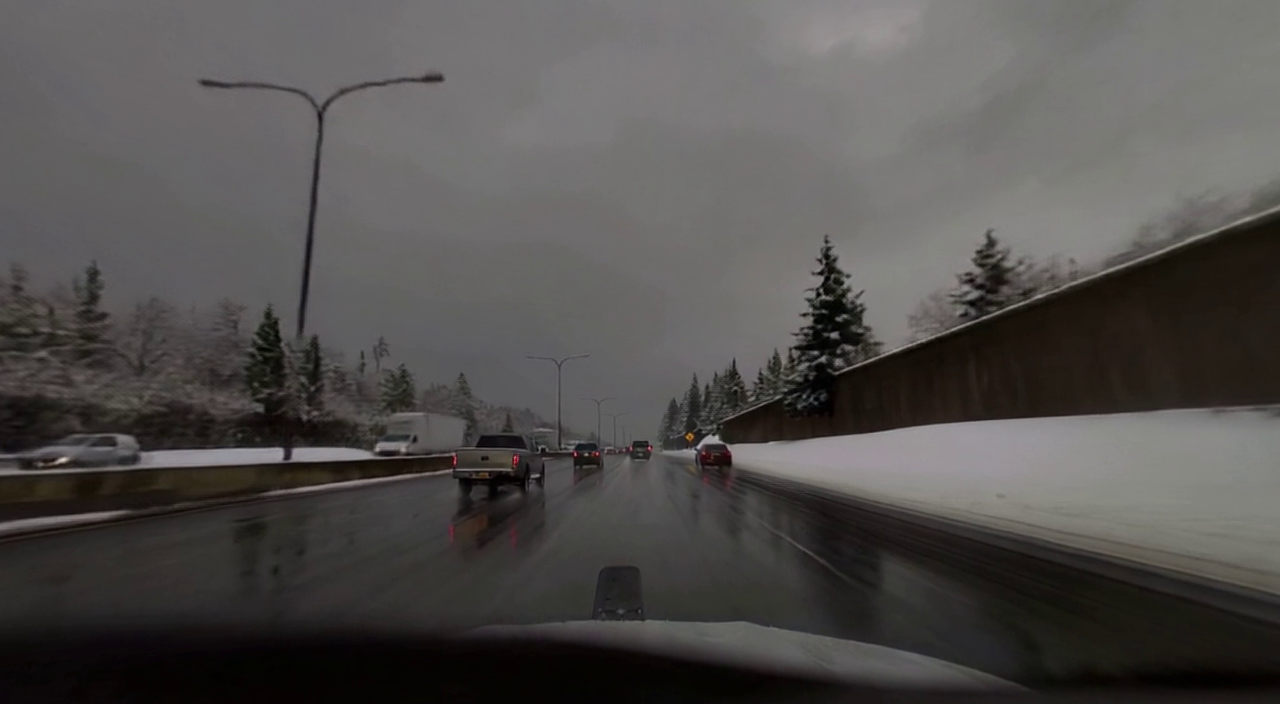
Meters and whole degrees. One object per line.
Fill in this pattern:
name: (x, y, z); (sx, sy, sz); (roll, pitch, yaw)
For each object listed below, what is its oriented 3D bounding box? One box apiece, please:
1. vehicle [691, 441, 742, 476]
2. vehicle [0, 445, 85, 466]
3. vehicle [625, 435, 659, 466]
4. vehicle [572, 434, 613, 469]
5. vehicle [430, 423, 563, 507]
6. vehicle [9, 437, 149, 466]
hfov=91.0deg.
vehicle: (4.117, 5.821, 34.689); (2.224, 1.752, 4.487); (1, -9, -1)
vehicle: (-38.670, 6.641, 40.433); (4.193, 1.265, 1.917); (0, -9, 1)
vehicle: (0.125, 7.638, 48.961); (2.485, 2.215, 5.199); (0, -9, 0)
vehicle: (-3.146, 6.712, 42.666); (2.378, 2.214, 4.352); (0, -9, 0)
vehicle: (-3.491, 2.907, 16.628); (2.184, 1.819, 5.441); (0, -9, 1)
vehicle: (-40.953, 7.287, 46.115); (7.369, 1.939, 3.201); (0, -9, 3)
